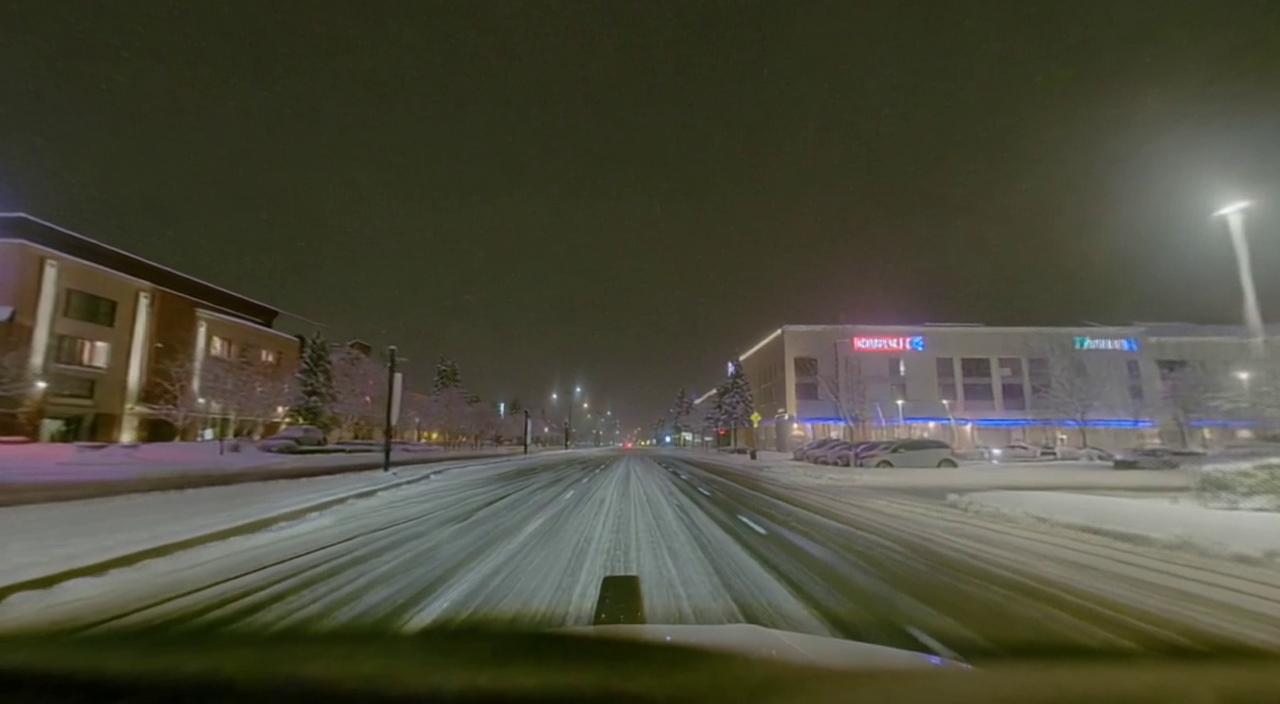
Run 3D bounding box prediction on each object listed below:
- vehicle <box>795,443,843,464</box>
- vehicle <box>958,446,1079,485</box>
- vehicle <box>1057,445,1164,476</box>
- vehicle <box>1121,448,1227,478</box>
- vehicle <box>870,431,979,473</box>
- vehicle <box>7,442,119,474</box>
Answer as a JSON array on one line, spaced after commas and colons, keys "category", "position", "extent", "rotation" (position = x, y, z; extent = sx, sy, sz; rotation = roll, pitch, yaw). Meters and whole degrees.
[{"category": "vehicle", "position": [12.806, 7.274, 45.515], "extent": [1.865, 1.434, 4.373], "rotation": [1, -8, -5]}, {"category": "vehicle", "position": [15.722, 4.712, 26.618], "extent": [1.936, 1.464, 4.867], "rotation": [1, -8, -2]}, {"category": "vehicle", "position": [24.673, 5.673, 33.352], "extent": [1.950, 1.473, 4.126], "rotation": [2, -9, -14]}, {"category": "vehicle", "position": [28.181, 5.845, 33.501], "extent": [1.852, 1.456, 3.831], "rotation": [2, -9, -11]}, {"category": "vehicle", "position": [14.755, 5.244, 33.271], "extent": [2.189, 1.951, 5.828], "rotation": [0, -9, -10]}, {"category": "vehicle", "position": [-30.575, 5.619, 33.570], "extent": [4.104, 1.576, 1.852], "rotation": [0, -8, 1]}]
